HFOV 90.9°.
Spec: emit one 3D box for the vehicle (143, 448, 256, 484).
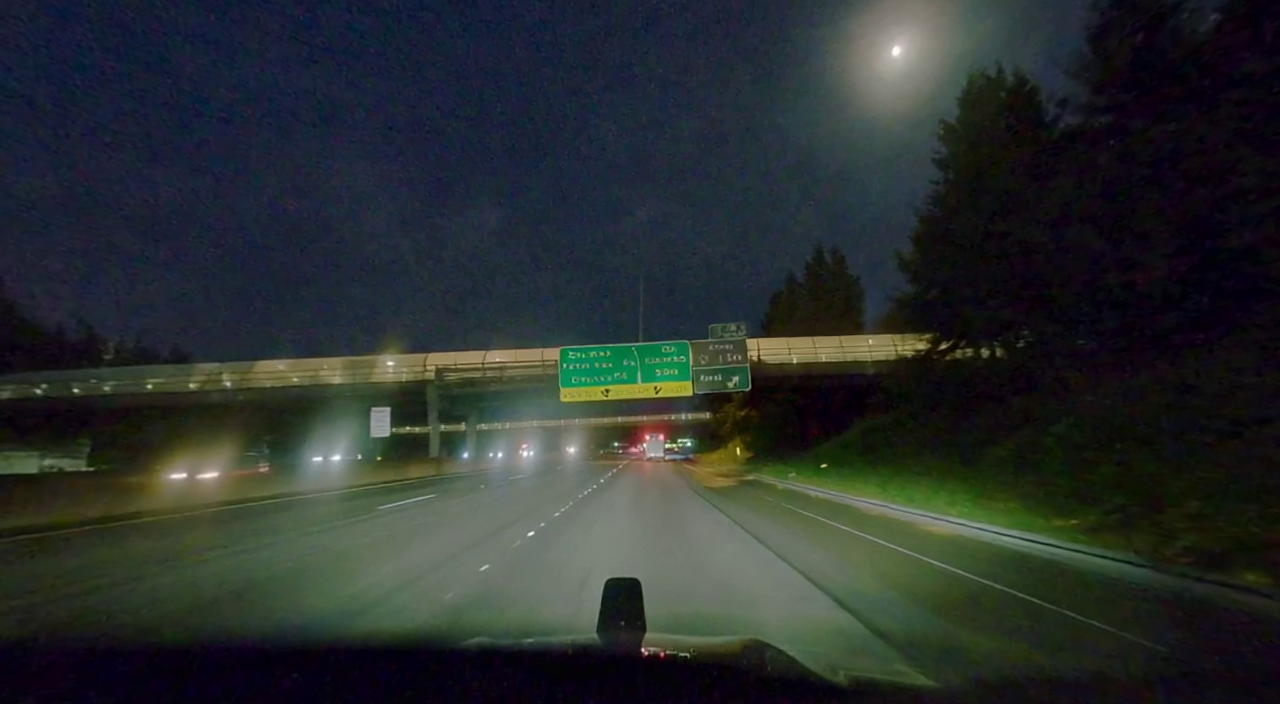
[{"bbox_3d":[-20.201,5.227,29.207,1.902,1.505,4.575,0,-9,0],"label":"vehicle"}]
